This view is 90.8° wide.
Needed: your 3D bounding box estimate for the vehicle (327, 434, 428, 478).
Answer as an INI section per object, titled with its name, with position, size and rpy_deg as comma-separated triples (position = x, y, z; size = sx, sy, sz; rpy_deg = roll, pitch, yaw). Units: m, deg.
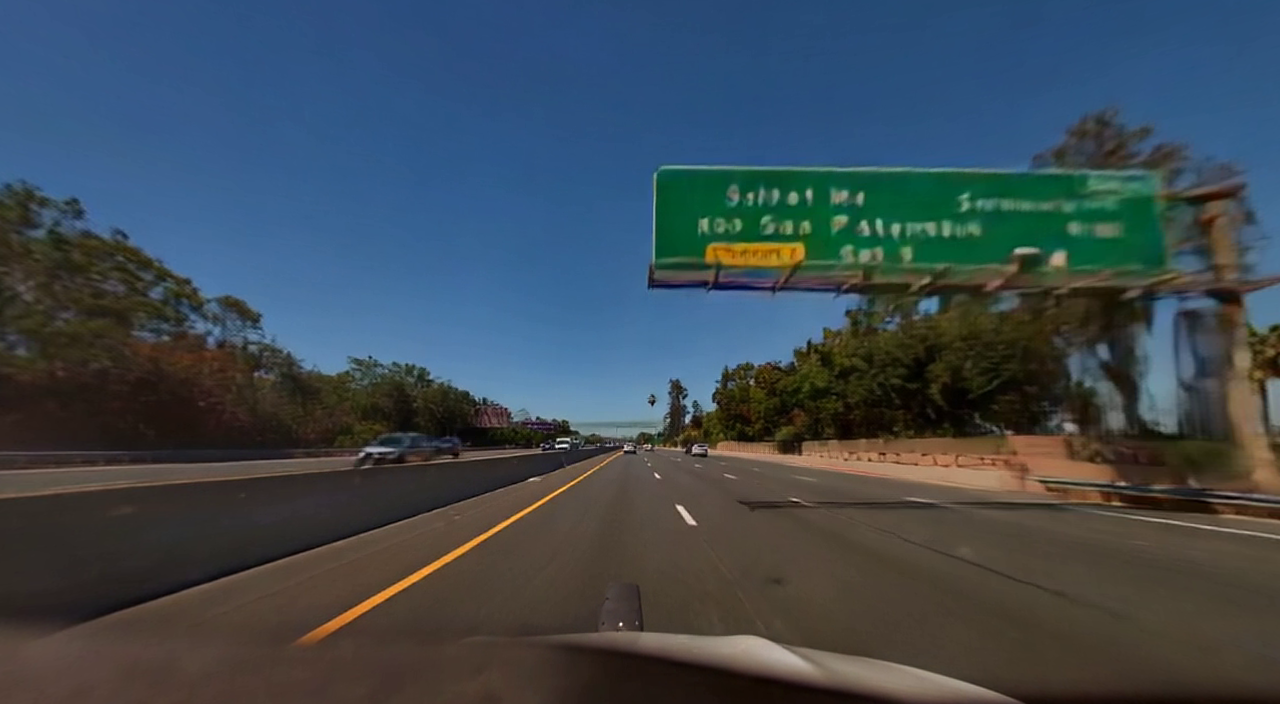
[vehicle]
position = -9.572, 3.838, 23.490
size = 1.867, 1.467, 4.485
rpy_deg = 0, -9, 0
